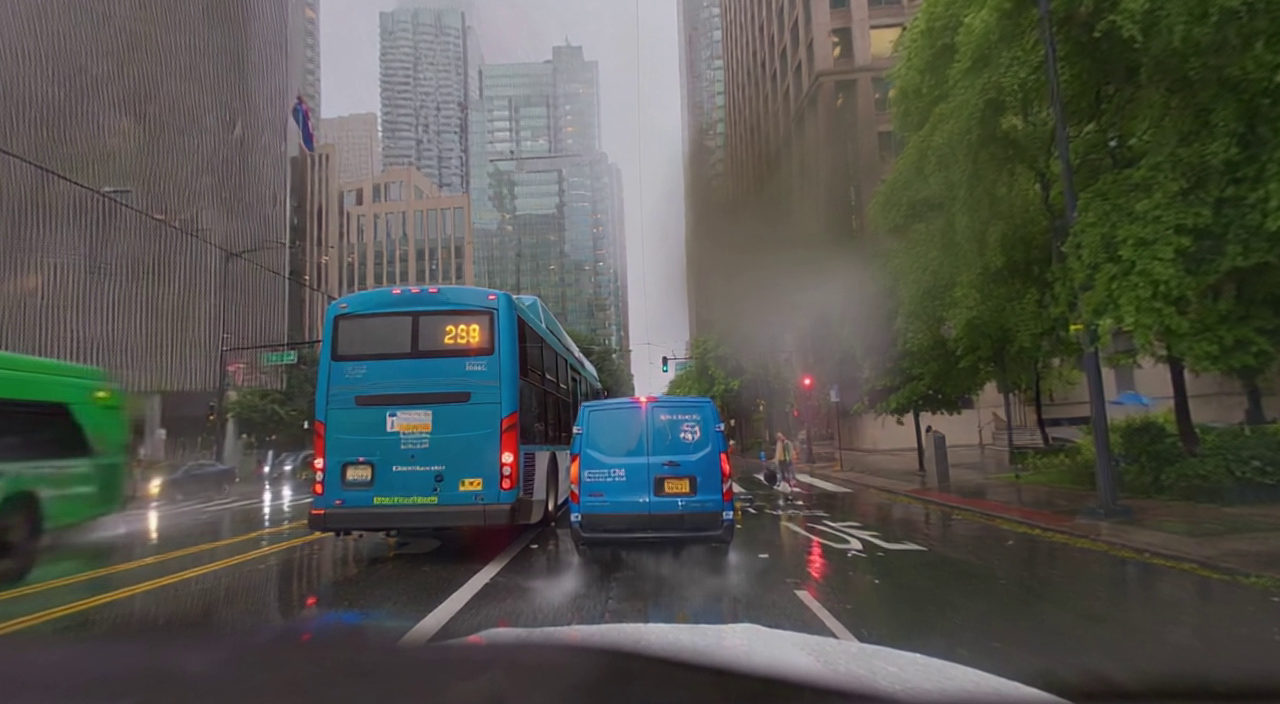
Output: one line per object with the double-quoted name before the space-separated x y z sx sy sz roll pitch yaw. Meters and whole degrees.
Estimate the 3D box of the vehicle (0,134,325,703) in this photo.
"vehicle" -2.751 0.316 0.203 2.329 2.089 5.659 0 -9 0

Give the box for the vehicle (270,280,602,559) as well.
"vehicle" -2.896 1.808 14.596 3.042 3.445 13.615 0 -9 1

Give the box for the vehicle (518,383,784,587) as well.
"vehicle" 0.134 1.581 8.172 2.500 1.912 4.270 0 -9 1
